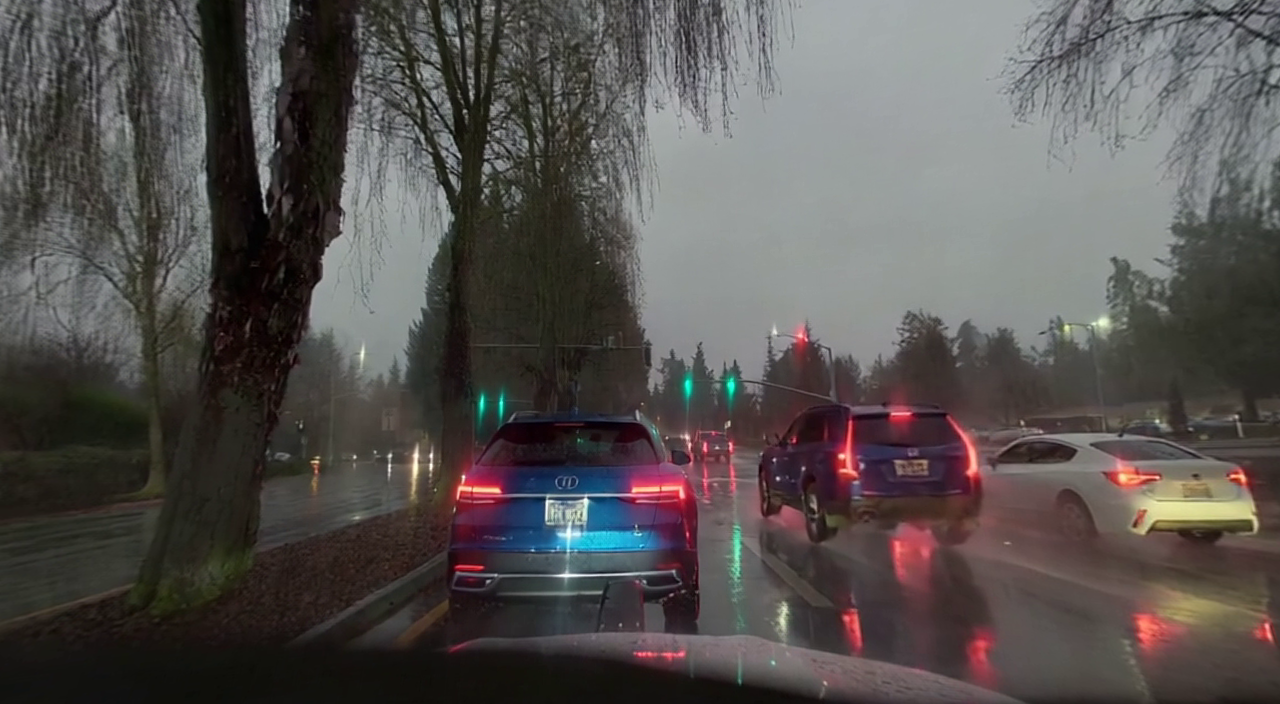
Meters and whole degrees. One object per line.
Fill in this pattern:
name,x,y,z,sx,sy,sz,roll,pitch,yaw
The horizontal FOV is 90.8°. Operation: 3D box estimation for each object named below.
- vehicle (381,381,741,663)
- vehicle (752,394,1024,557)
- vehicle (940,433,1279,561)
vehicle,-0.428,1.352,6.074,2.201,1.709,4.271,0,-9,2
vehicle,3.374,1.822,9.979,2.200,1.909,4.853,0,-9,-1
vehicle,6.615,2.005,9.566,1.894,1.445,4.565,0,-9,0
